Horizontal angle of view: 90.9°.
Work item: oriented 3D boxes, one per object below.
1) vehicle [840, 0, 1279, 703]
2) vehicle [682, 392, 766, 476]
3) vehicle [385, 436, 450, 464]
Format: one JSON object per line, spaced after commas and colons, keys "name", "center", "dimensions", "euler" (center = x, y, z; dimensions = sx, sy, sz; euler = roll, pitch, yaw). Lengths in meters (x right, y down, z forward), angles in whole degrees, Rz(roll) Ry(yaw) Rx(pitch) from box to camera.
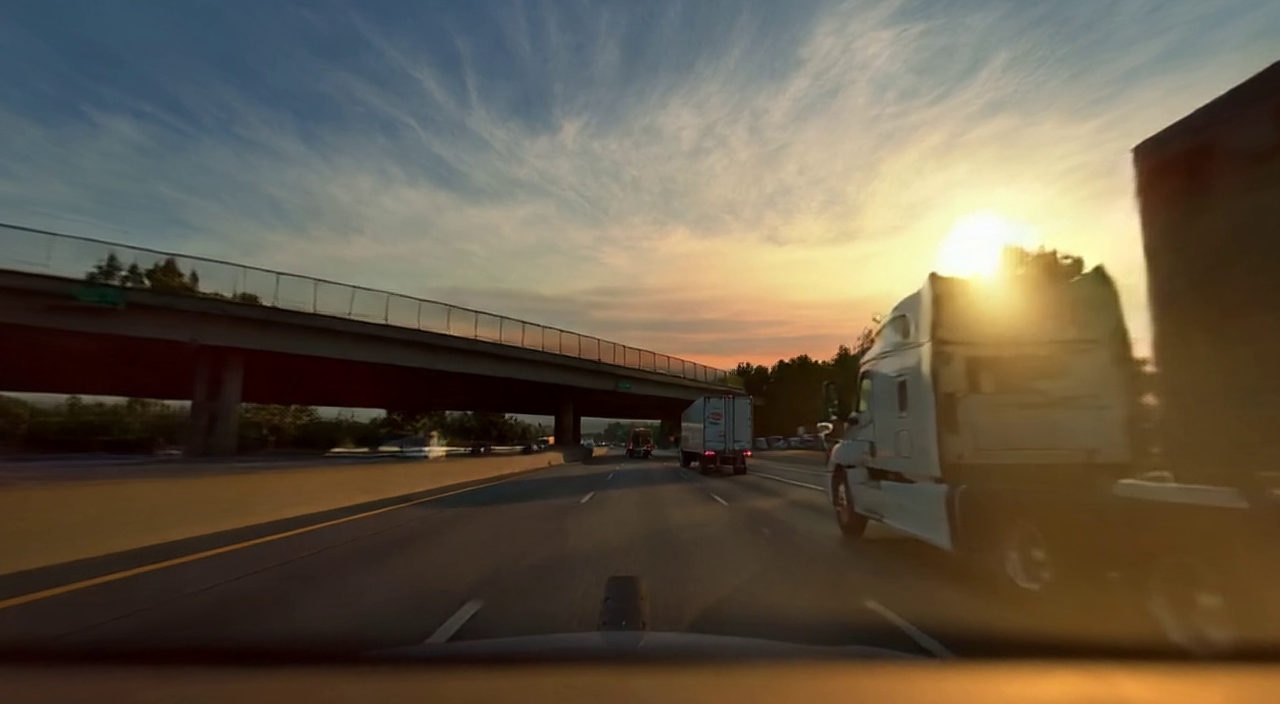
{"name": "vehicle", "center": [4.023, 0.116, 4.679], "dimensions": [3.007, 3.965, 5.971], "euler": [0, -9, 0]}
{"name": "vehicle", "center": [4.466, 4.989, 37.270], "dimensions": [2.881, 3.995, 14.382], "euler": [0, -9, -1]}
{"name": "vehicle", "center": [-12.281, 5.456, 35.105], "dimensions": [1.939, 1.454, 4.448], "euler": [0, -9, 0]}
